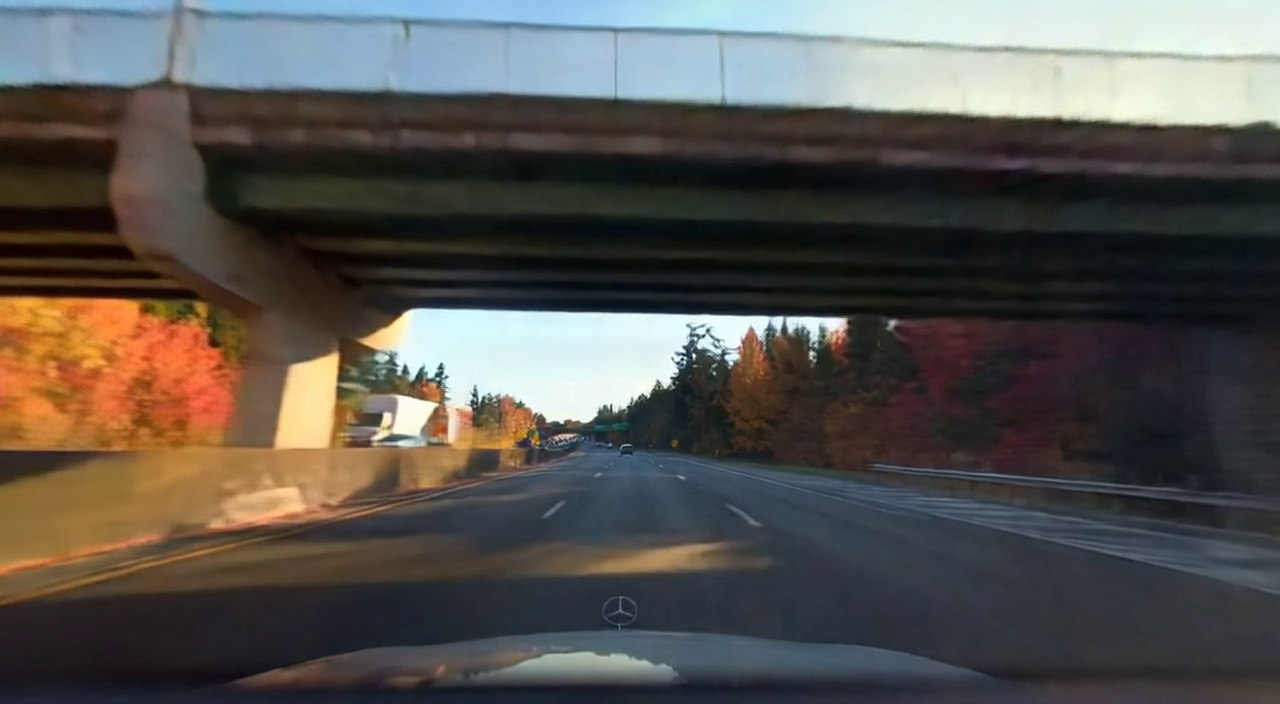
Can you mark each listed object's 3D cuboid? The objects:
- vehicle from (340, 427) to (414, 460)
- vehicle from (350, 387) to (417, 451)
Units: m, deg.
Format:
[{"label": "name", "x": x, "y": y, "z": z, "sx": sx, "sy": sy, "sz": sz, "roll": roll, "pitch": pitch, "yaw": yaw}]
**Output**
[{"label": "vehicle", "x": -13.075, "y": 4.624, "z": 31.445, "sx": 1.932, "sy": 1.533, "sz": 4.143, "roll": 0, "pitch": -9, "yaw": -1}, {"label": "vehicle", "x": -17.506, "y": 4.683, "z": 43.041, "sx": 2.975, "sy": 3.969, "sz": 3.953, "roll": -3, "pitch": -10, "yaw": -2}]
